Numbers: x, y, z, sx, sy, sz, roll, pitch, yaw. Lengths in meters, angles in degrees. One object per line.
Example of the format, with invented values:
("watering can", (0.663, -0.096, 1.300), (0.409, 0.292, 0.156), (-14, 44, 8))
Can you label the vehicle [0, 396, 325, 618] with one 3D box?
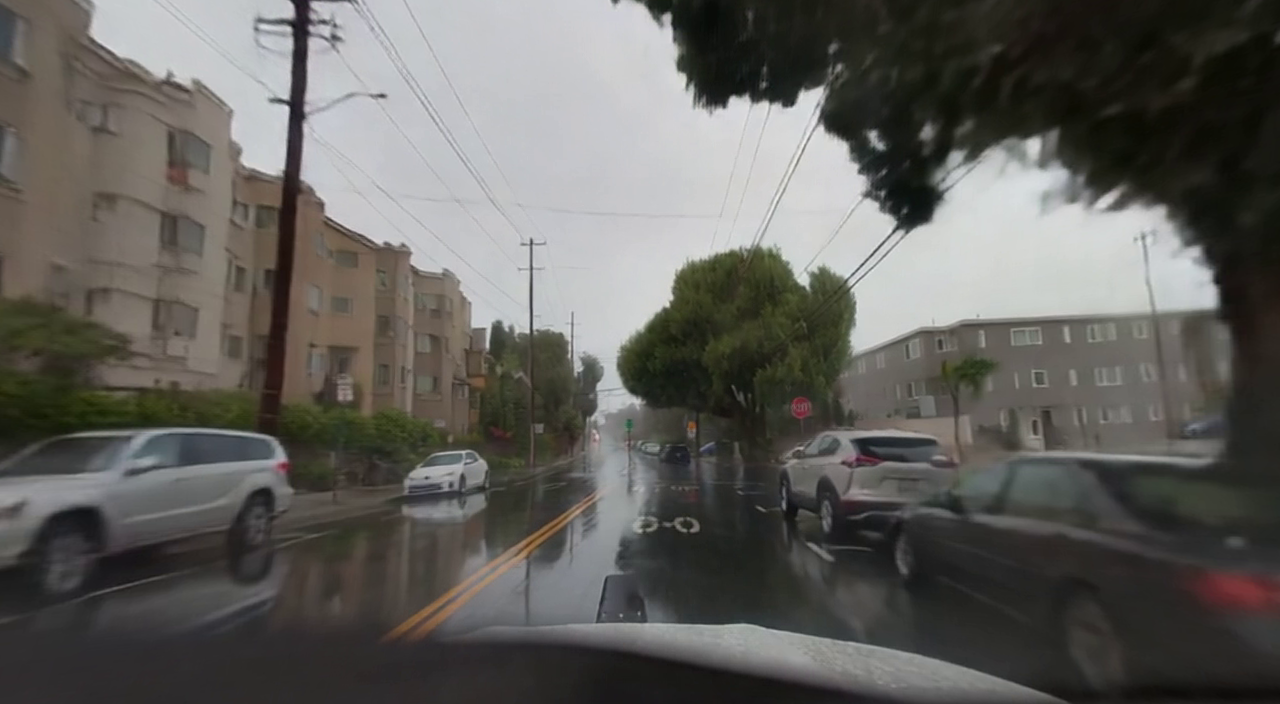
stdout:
("vehicle", (-6.569, 1.757, 8.157), (2.158, 1.929, 5.184), (-1, -9, 2))

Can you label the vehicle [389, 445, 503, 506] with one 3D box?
("vehicle", (-5.815, 3.710, 19.551), (1.922, 1.505, 4.502), (-4, -8, 3))

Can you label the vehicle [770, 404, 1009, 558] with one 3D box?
("vehicle", (3.896, 2.113, 11.027), (2.300, 1.913, 4.896), (4, -9, 2))

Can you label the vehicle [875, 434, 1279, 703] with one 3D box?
("vehicle", (3.434, 1.396, 4.697), (1.861, 1.457, 4.470), (-1, -9, 3))
